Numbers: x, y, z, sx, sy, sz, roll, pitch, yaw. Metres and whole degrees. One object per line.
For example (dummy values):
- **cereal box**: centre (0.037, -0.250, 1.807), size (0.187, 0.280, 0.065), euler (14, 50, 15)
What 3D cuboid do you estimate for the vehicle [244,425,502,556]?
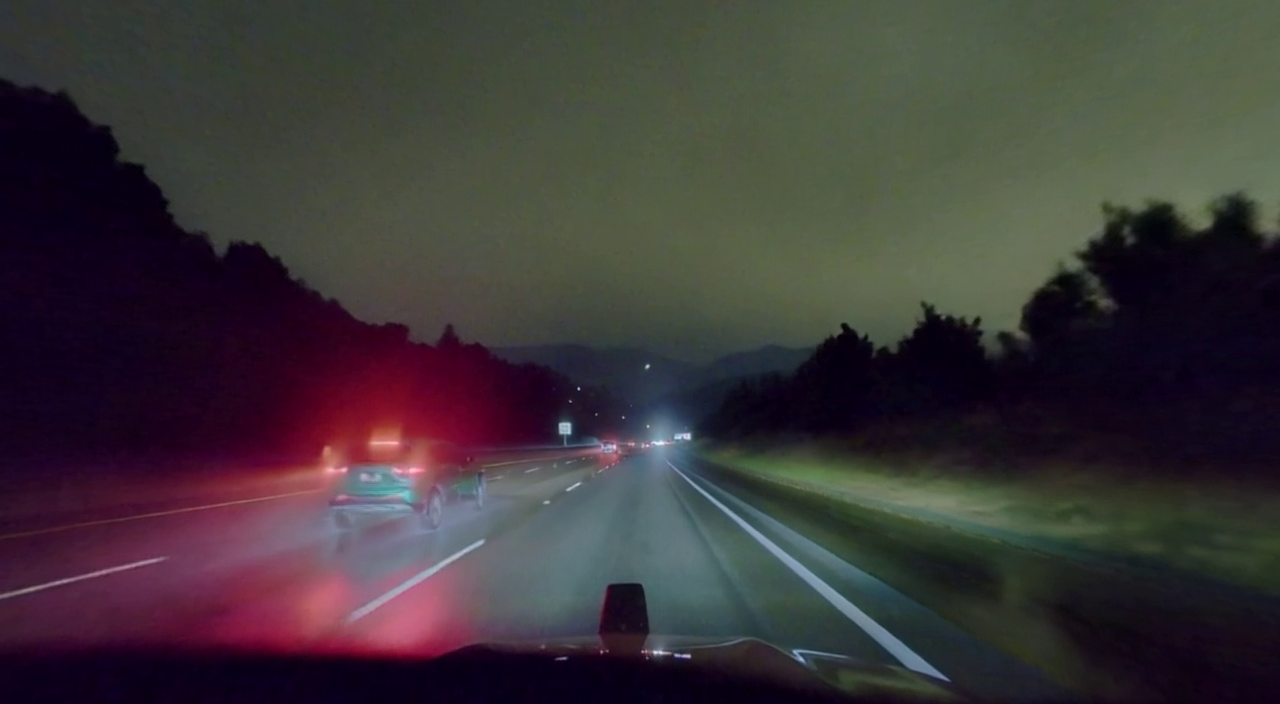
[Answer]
- **vehicle**: centre (-3.655, 1.948, 9.646), size (1.993, 1.538, 4.192), euler (0, -8, 2)
